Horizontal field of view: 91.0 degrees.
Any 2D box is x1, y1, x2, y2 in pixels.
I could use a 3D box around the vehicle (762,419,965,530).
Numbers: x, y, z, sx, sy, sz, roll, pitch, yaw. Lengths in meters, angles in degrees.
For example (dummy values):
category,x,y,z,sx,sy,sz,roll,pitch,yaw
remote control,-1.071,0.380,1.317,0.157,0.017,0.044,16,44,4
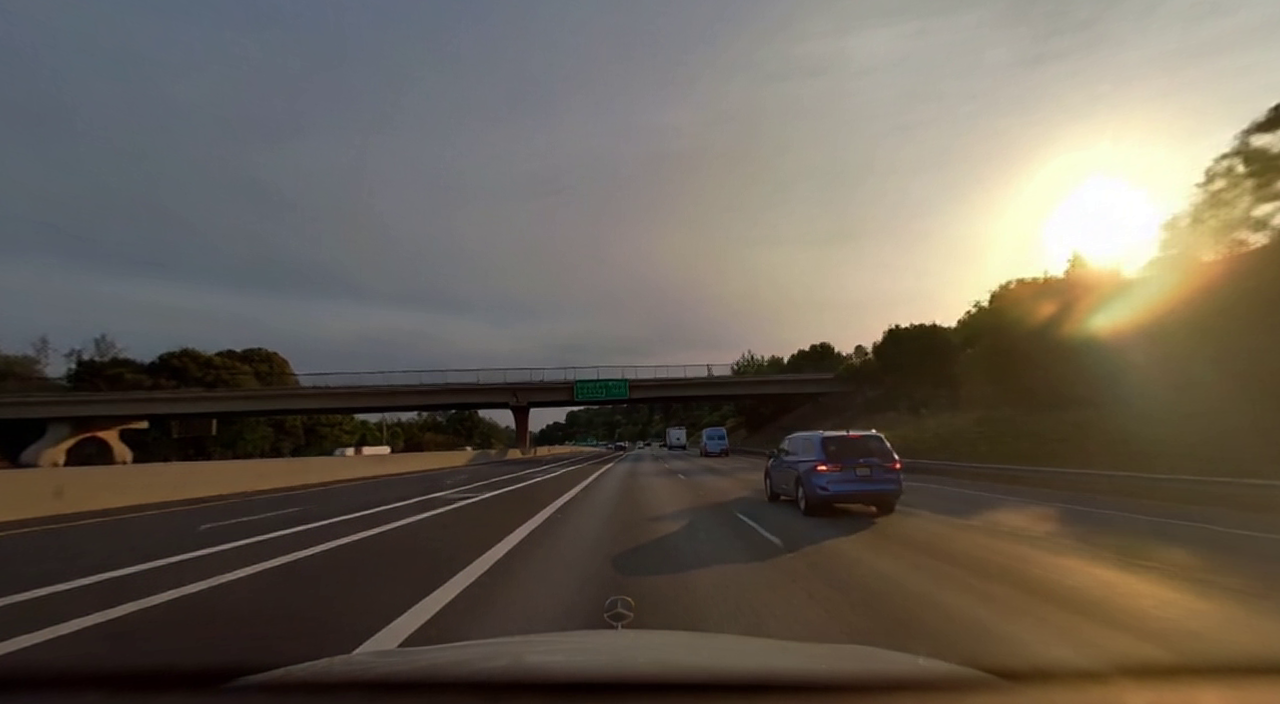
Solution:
category,x,y,z,sx,sy,sz,roll,pitch,yaw
vehicle,3.885,2.216,11.987,2.148,1.691,4.443,0,-8,-1
